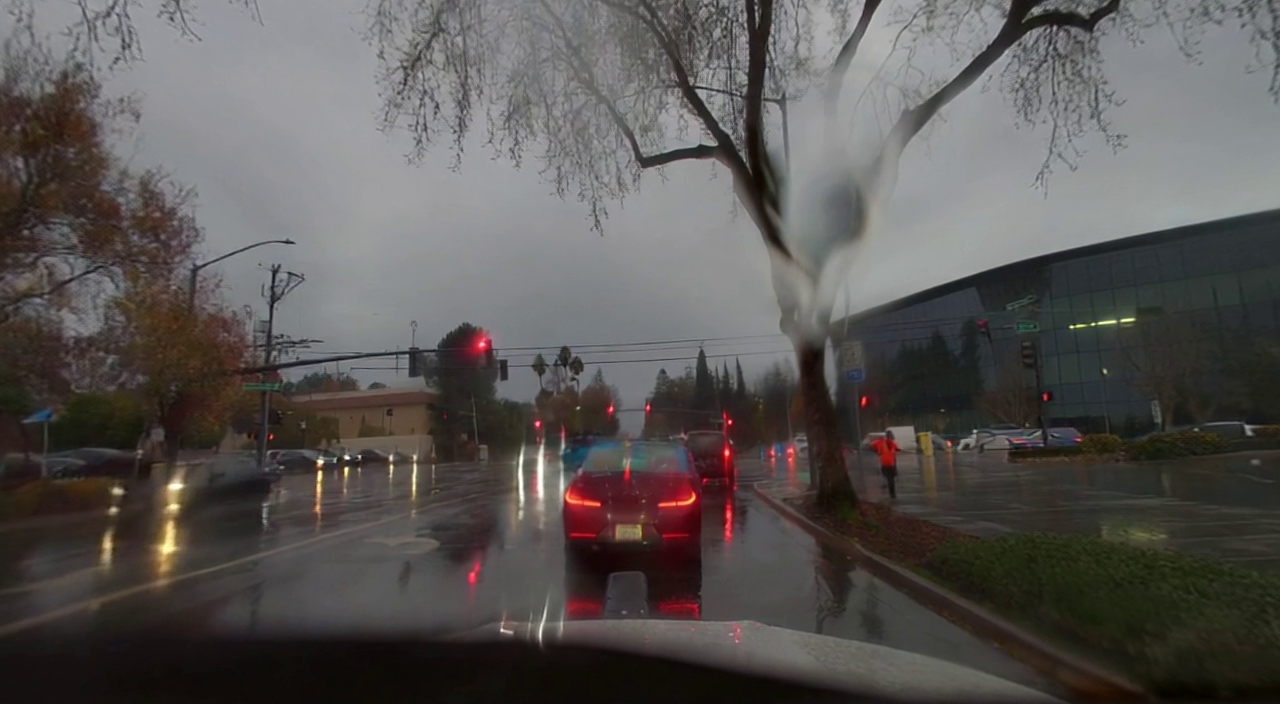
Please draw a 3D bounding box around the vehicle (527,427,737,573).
[{"bbox_3d":[-0.053,1.858,8.678,2.182,1.501,4.150,0,-9,1],"label":"vehicle"}]

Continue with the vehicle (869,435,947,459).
[{"bbox_3d":[17.523,6.214,41.142,4.441,1.452,1.798,-5,-10,30],"label":"vehicle"}]

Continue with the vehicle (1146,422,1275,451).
[{"bbox_3d":[30.517,4.602,33.806,4.739,1.472,1.804,-5,-10,30],"label":"vehicle"}]

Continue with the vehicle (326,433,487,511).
[{"bbox_3d":[-6.154,3.219,17.464,2.230,1.811,5.183,-1,-9,3],"label":"vehicle"}]

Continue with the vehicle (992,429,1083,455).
[{"bbox_3d":[23.814,5.437,37.753,4.454,1.440,1.816,-5,-10,30],"label":"vehicle"}]

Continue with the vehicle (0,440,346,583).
[{"bbox_3d":[-6.327,2.064,9.036,1.948,1.530,4.283,0,-9,3],"label":"vehicle"}]
